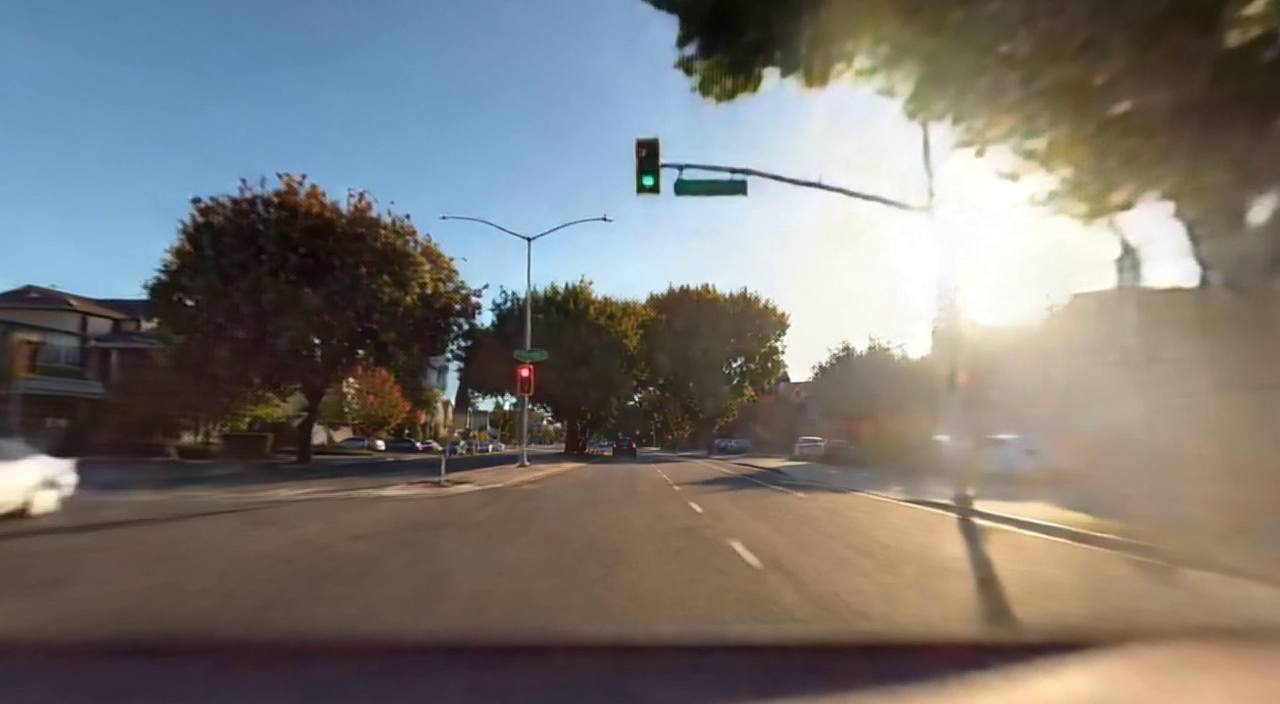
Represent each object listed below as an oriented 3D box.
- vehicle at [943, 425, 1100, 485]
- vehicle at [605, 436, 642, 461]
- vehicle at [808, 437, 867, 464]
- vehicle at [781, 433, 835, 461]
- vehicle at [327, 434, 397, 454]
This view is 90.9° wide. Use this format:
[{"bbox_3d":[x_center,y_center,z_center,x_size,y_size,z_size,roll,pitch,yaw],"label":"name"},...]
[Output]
[{"bbox_3d":[11.722,3.192,19.851,2.018,1.665,4.576,0,-8,-1],"label":"vehicle"},{"bbox_3d":[-1.016,5.906,38.744,2.113,1.462,4.203,0,-8,-2],"label":"vehicle"},{"bbox_3d":[11.200,5.617,36.095,1.838,1.443,4.563,0,-8,-1],"label":"vehicle"},{"bbox_3d":[10.964,6.237,41.526,2.156,1.689,4.774,0,-8,-1],"label":"vehicle"},{"bbox_3d":[-21.768,7.214,49.450,4.547,1.484,1.914,0,-8,1],"label":"vehicle"}]
